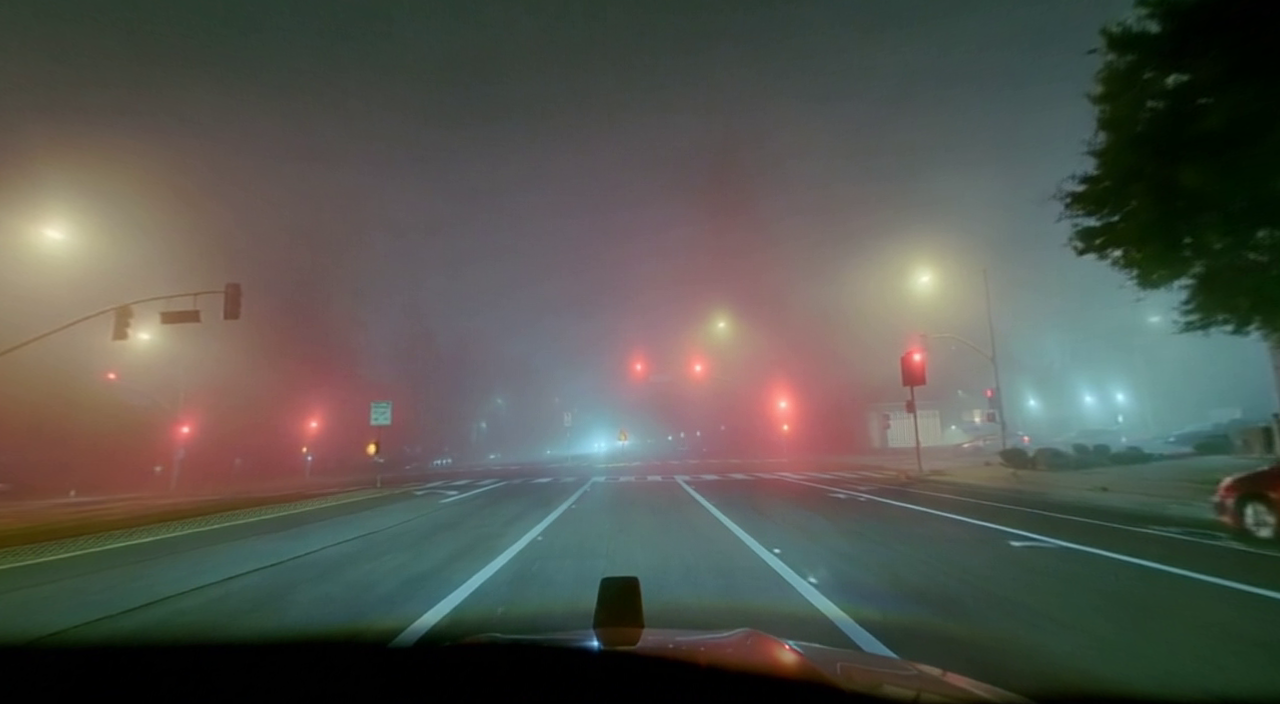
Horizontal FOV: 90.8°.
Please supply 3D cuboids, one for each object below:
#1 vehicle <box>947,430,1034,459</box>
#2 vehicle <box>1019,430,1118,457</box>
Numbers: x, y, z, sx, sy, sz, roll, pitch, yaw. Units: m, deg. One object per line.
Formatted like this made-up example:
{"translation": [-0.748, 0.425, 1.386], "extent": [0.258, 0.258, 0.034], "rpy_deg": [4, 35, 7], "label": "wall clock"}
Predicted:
{"translation": [22.019, 5.853, 39.787], "extent": [4.323, 1.746, 1.872], "rpy_deg": [0, -9, -3], "label": "vehicle"}
{"translation": [27.240, 5.843, 40.261], "extent": [4.910, 1.644, 2.032], "rpy_deg": [0, -9, -5], "label": "vehicle"}
